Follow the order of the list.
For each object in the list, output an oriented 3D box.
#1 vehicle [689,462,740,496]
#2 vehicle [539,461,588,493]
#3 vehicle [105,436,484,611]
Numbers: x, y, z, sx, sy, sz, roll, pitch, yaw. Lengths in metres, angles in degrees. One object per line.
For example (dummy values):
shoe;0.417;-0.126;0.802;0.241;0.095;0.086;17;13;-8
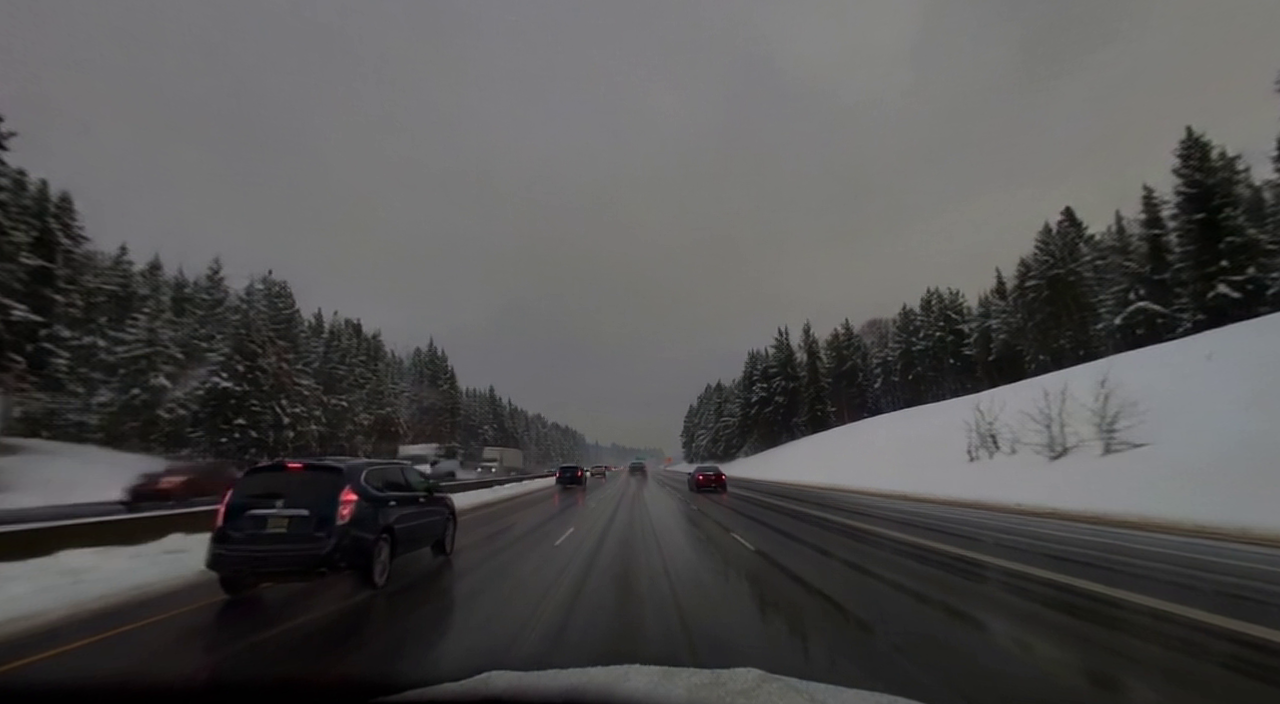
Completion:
vehicle;3.620;6.309;31.471;1.981;1.516;4.109;1;-11;-1
vehicle;-3.781;6.309;31.866;2.000;1.484;3.995;1;-11;-1
vehicle;-3.576;1.922;7.885;2.004;1.468;4.812;1;-11;0
